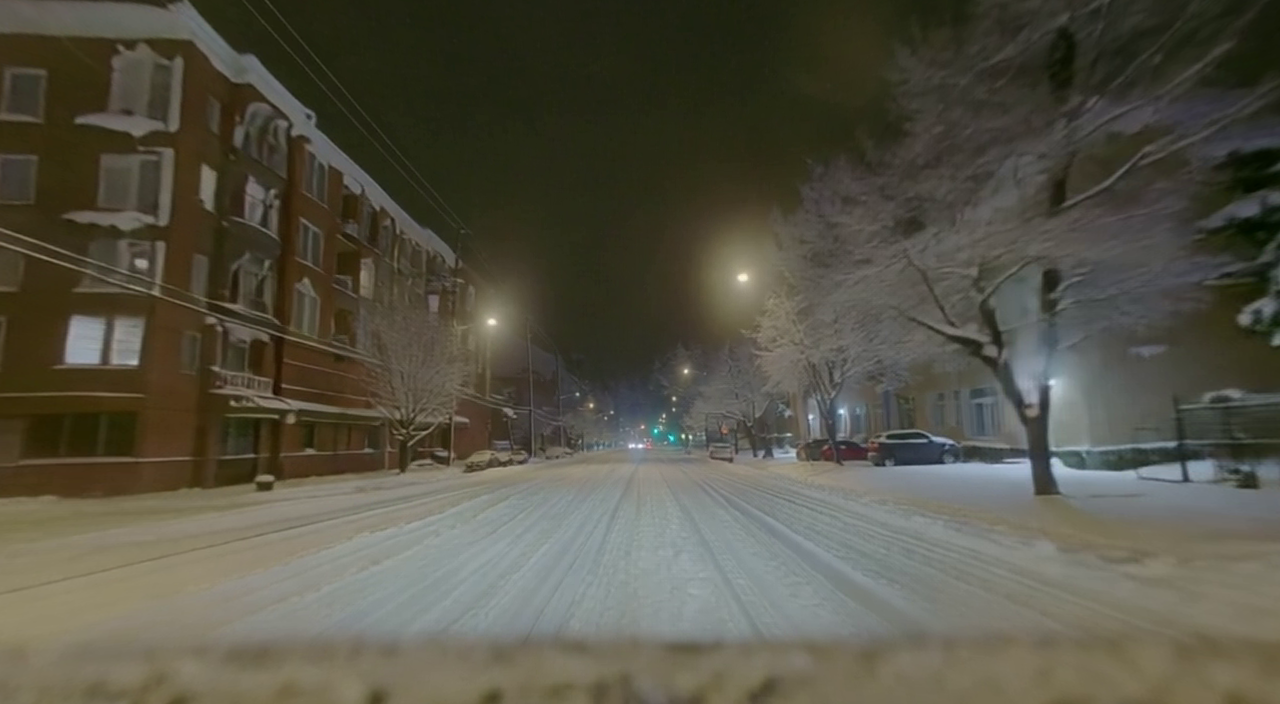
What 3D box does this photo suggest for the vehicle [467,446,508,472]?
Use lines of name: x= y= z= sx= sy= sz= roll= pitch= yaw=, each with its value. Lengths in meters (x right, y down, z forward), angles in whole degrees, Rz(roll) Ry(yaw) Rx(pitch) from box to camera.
vehicle: x=-11.701 y=8.184 z=48.478 sx=1.979 sy=1.759 sz=4.435 roll=-4 pitch=-8 yaw=1

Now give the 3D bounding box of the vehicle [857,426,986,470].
vehicle: x=13.120 y=4.514 z=29.552 sx=5.015 sy=1.934 sz=2.150 roll=-1 pitch=-8 yaw=3
